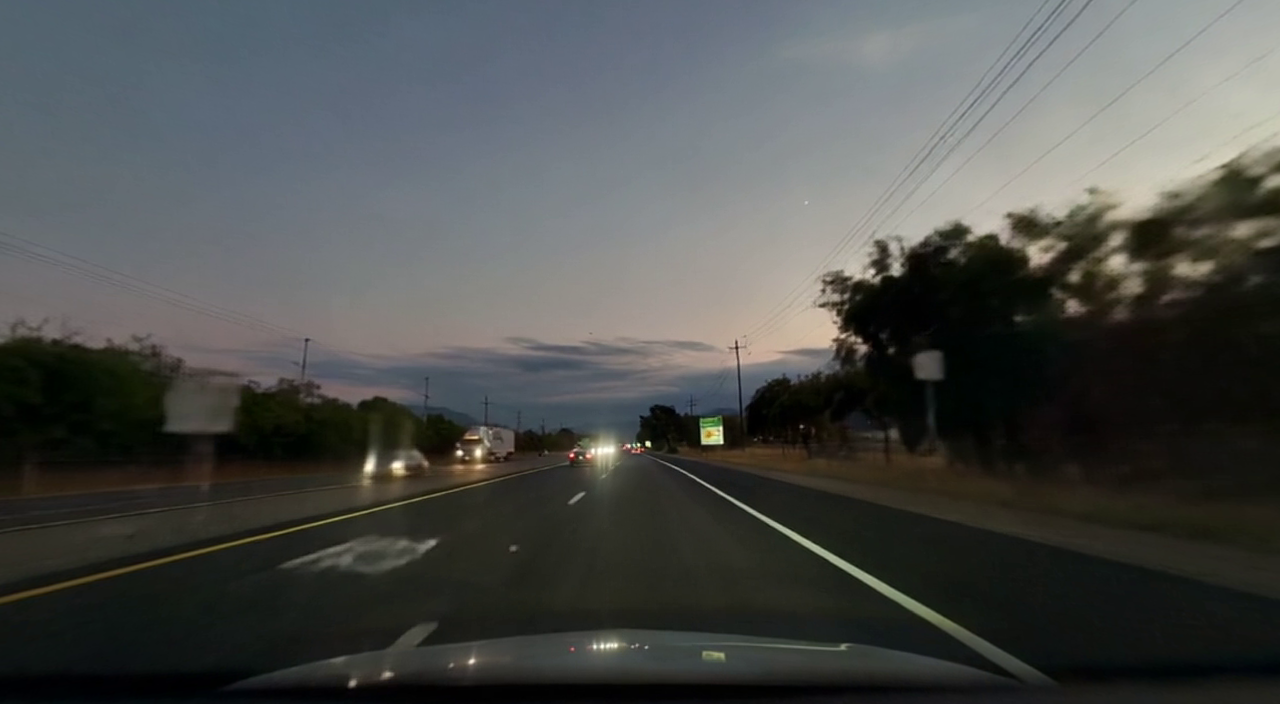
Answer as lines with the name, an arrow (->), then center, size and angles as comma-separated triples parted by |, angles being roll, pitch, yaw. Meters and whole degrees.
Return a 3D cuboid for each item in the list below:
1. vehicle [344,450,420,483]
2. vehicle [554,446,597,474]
vehicle -> -12.744, 5.642, 31.241 | 1.923, 1.482, 4.325 | 0, -9, 0
vehicle -> -3.797, 6.473, 37.622 | 2.123, 1.545, 4.404 | 0, -9, 0
